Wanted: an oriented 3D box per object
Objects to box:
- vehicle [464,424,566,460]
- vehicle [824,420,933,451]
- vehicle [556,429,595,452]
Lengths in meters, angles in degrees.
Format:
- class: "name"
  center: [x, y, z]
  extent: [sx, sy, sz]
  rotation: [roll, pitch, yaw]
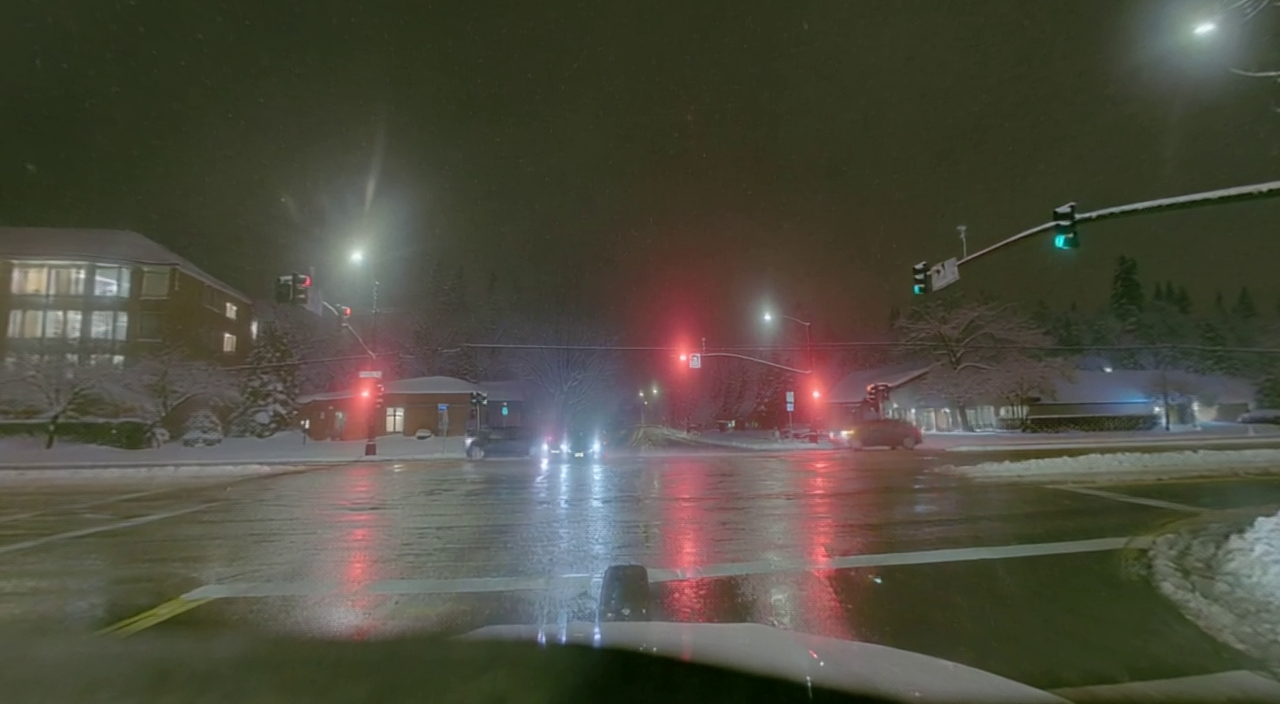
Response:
- class: "vehicle"
  center: [-5.587, 4.113, 28.729]
  extent: [4.407, 1.569, 1.859]
  rotation: [1, -9, -7]
- class: "vehicle"
  center: [11.474, 4.067, 30.520]
  extent: [4.510, 1.431, 1.884]
  rotation: [1, -9, -8]
- class: "vehicle"
  center: [-4.389, 6.169, 43.784]
  extent: [1.919, 1.467, 4.086]
  rotation: [-1, -9, 5]
